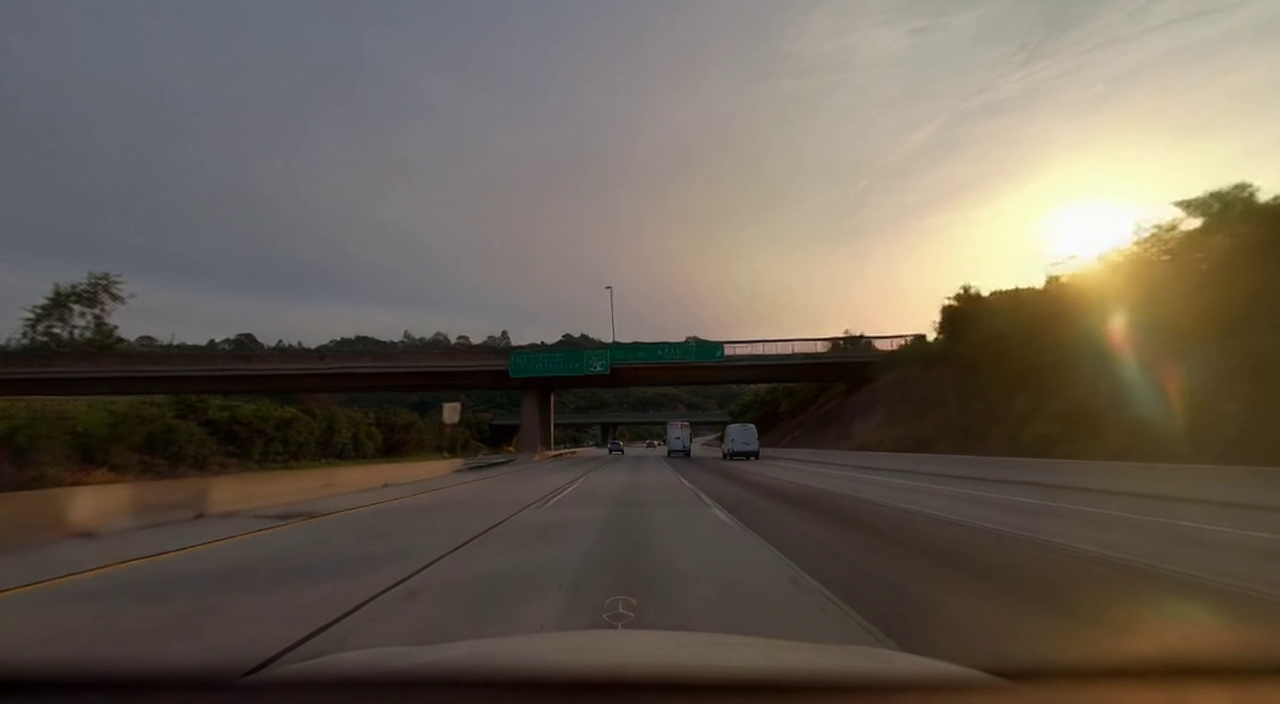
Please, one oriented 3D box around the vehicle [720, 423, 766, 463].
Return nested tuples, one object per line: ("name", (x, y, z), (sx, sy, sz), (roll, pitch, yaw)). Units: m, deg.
("vehicle", (7.614, 6.848, 47.280), (2.379, 2.819, 6.294), (0, -8, 0))
